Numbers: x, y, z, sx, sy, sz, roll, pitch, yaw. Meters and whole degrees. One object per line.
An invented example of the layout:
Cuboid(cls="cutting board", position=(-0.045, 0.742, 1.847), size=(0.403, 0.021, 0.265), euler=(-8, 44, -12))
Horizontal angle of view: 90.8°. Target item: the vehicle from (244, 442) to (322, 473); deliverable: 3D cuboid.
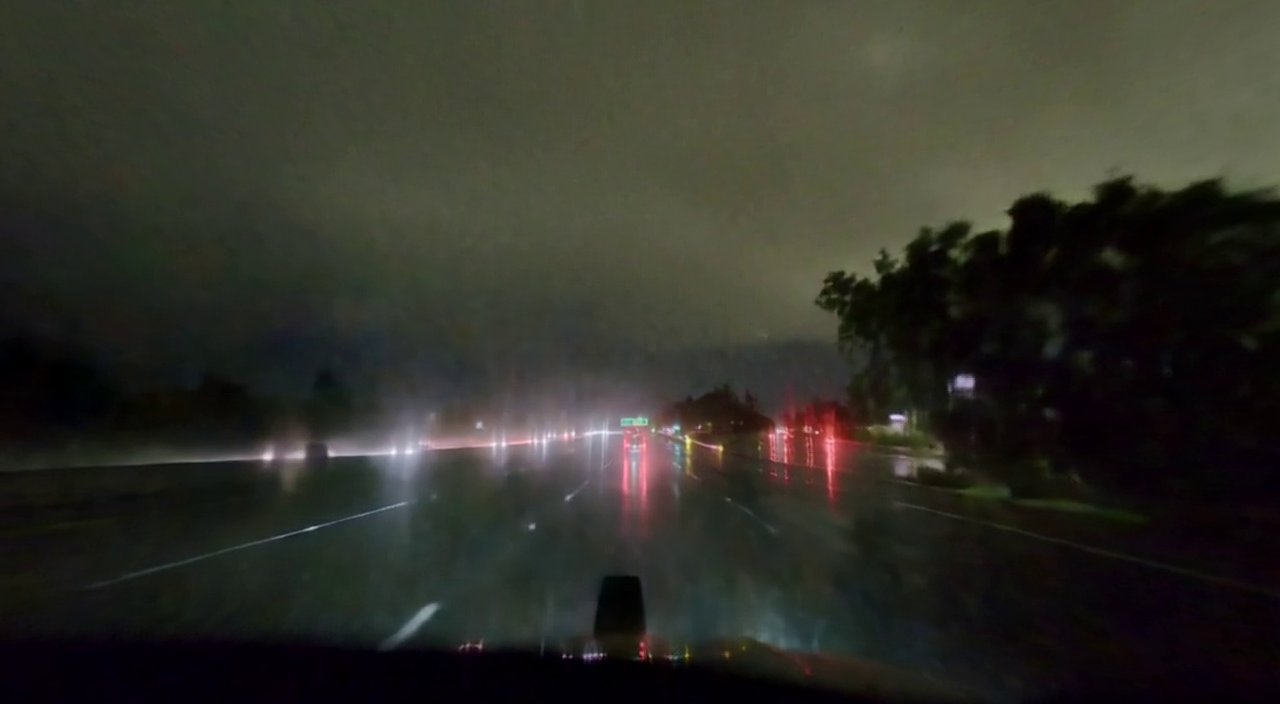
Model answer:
Cuboid(cls="vehicle", position=(-21.058, 6.235, 37.522), size=(1.927, 1.699, 4.713), euler=(0, -9, 0))

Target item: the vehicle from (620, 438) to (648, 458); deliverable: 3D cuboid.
Cuboid(cls="vehicle", position=(-0.510, 7.316, 48.002), size=(2.025, 1.460, 4.189), euler=(0, -9, -1))
